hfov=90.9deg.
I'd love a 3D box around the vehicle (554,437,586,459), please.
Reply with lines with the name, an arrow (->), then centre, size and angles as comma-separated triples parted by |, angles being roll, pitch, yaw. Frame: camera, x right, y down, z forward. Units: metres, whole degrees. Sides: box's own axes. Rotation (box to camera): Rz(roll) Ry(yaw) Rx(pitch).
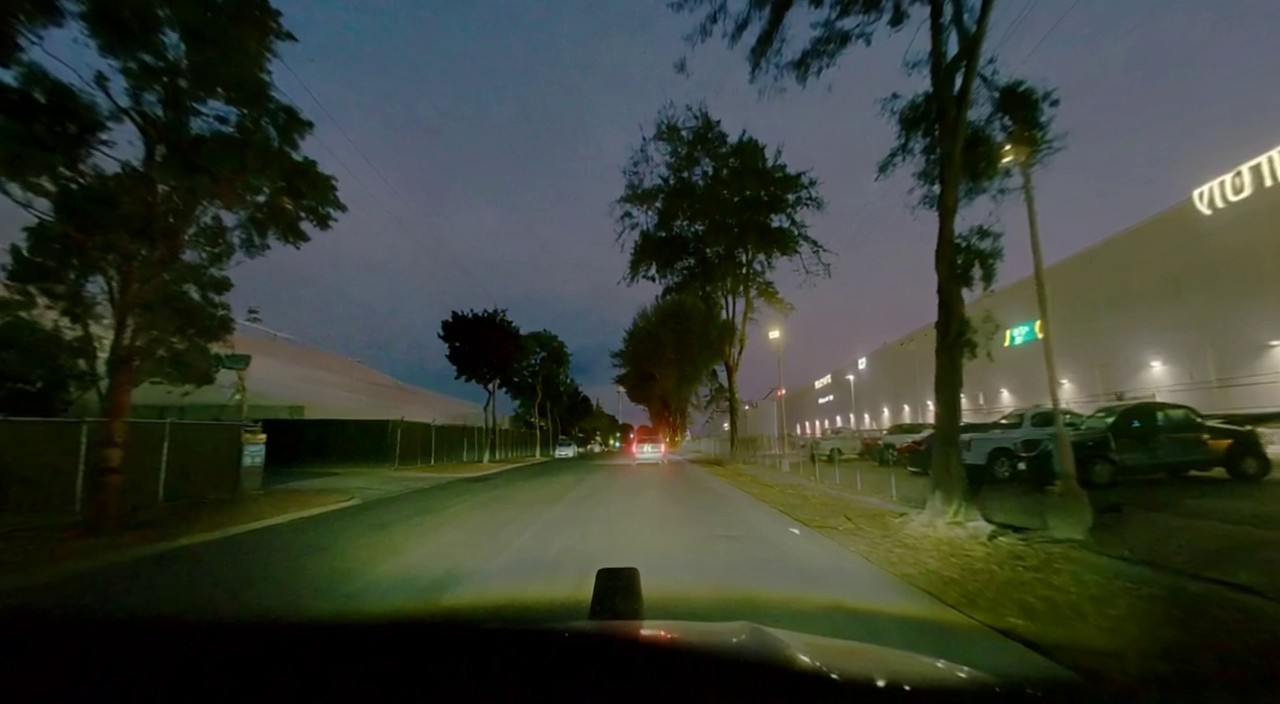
vehicle -> -5.438, 7.533, 49.361 | 1.938, 1.500, 4.130 | -3, -9, -1

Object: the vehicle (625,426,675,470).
vehicle -> 0.491, 4.443, 29.485 | 2.152, 1.874, 4.042 | 0, -8, 1

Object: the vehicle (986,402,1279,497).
vehicle -> 9.269, 1.827, 11.997 | 4.164, 1.640, 1.953 | 0, -8, 3
